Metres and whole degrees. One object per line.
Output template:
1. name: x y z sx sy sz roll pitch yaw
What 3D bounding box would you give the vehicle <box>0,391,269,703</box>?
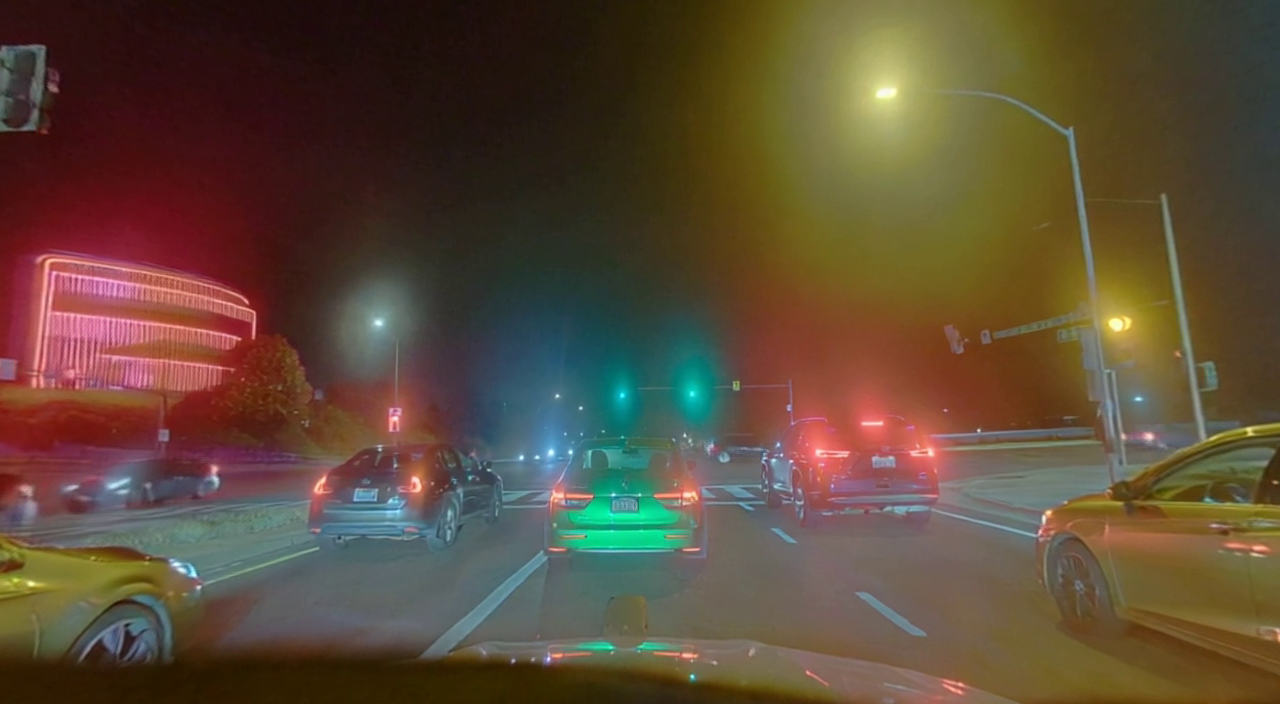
1. vehicle: -3.479 0.849 1.844 2.016 1.547 4.414 0 -8 1

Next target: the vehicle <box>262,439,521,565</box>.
1. vehicle: -3.301 2.069 9.540 1.995 1.436 4.373 -1 -8 2

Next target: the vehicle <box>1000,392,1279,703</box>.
1. vehicle: 3.942 0.970 3.115 1.800 1.519 4.198 0 -8 0

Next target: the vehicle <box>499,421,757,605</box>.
1. vehicle: -0.134 1.645 7.364 2.140 1.499 4.119 0 -8 -1

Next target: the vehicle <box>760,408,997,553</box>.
1. vehicle: 3.306 1.868 9.813 1.992 1.744 4.183 0 -8 -1
